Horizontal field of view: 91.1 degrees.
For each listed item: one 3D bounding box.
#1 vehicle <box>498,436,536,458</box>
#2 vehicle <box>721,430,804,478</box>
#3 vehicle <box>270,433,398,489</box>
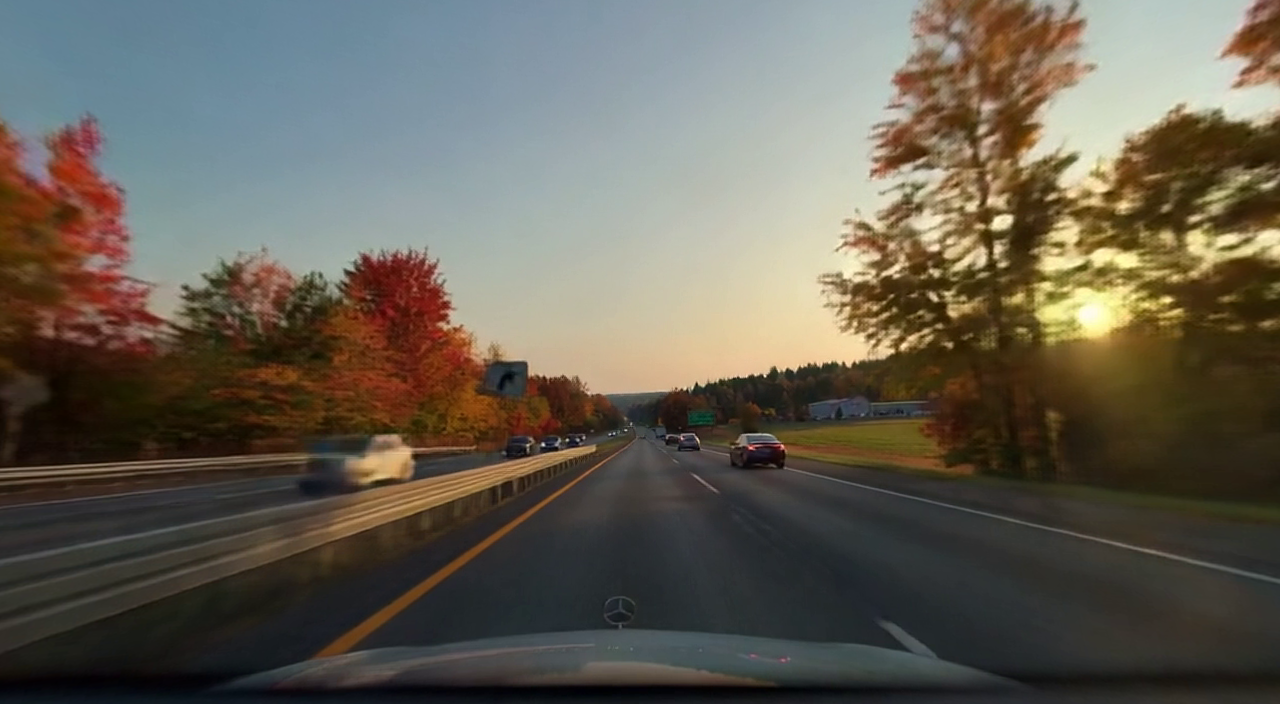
[{"bbox_3d":[-8.709,6.780,44.910,1.861,1.504,4.286,0,-8,0],"label":"vehicle"},{"bbox_3d":[4.198,3.557,22.278,2.024,1.516,4.197,0,-8,-1],"label":"vehicle"},{"bbox_3d":[-8.986,3.210,18.868,1.872,1.498,3.957,0,-8,0],"label":"vehicle"}]
